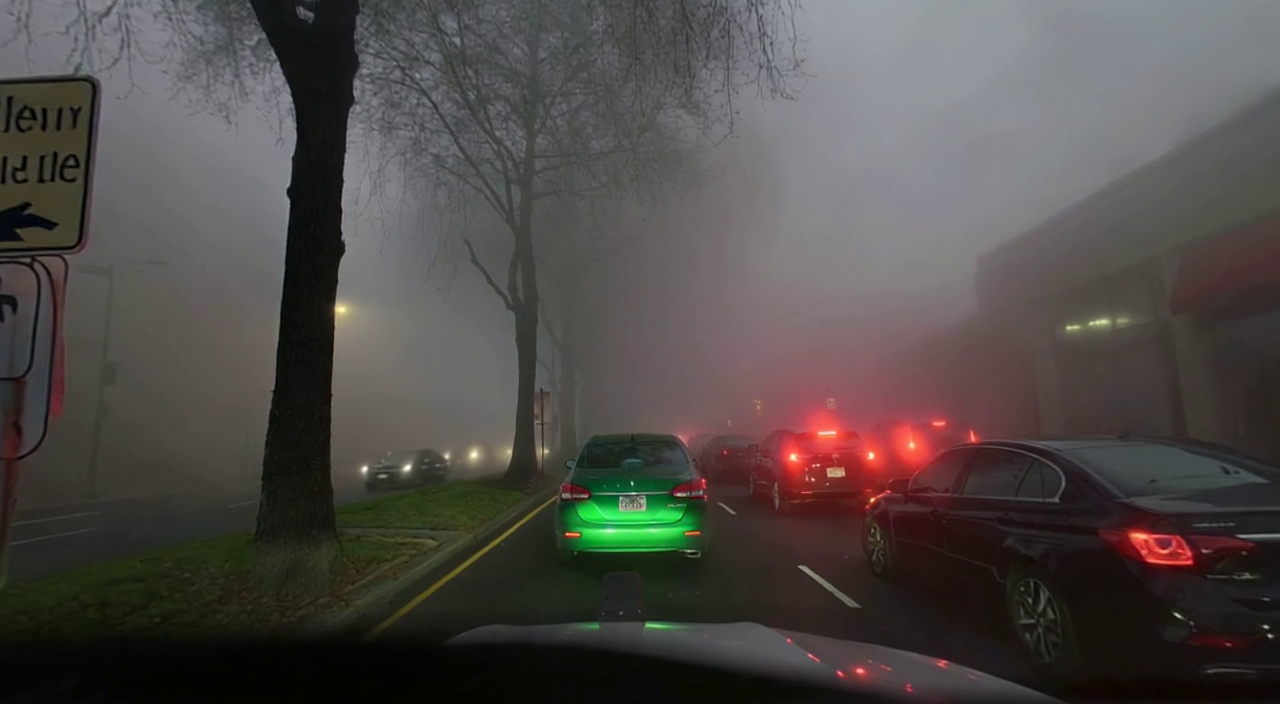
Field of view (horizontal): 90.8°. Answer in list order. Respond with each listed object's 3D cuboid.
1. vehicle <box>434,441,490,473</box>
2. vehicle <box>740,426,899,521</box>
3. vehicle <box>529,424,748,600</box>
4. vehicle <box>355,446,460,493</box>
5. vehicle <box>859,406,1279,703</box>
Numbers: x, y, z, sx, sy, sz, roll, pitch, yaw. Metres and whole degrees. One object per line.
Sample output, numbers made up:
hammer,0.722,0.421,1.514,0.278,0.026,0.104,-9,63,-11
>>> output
vehicle,-10.690,6.326,38.299,2.060,1.792,5.170,0,-9,-2
vehicle,3.532,2.482,13.421,2.025,1.660,4.263,0,-9,-1
vehicle,-0.027,1.649,7.288,1.887,1.487,3.535,0,-9,0
vehicle,-8.207,4.161,22.779,2.169,1.477,4.168,0,-9,0
vehicle,3.306,1.255,4.480,1.988,1.480,4.195,0,-9,0
